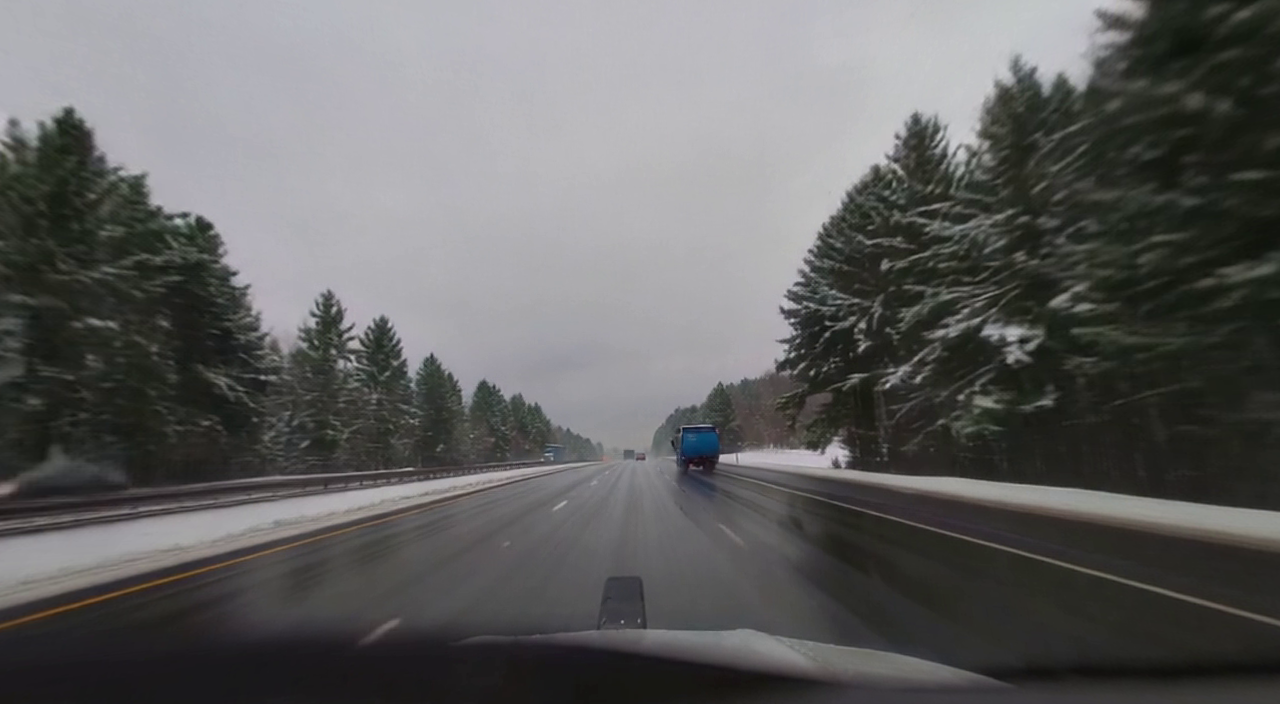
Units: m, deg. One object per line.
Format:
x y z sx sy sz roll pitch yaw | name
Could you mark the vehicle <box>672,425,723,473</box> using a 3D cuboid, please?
3.581 6.225 40.352 2.572 2.795 5.978 0 -9 -1 | vehicle
